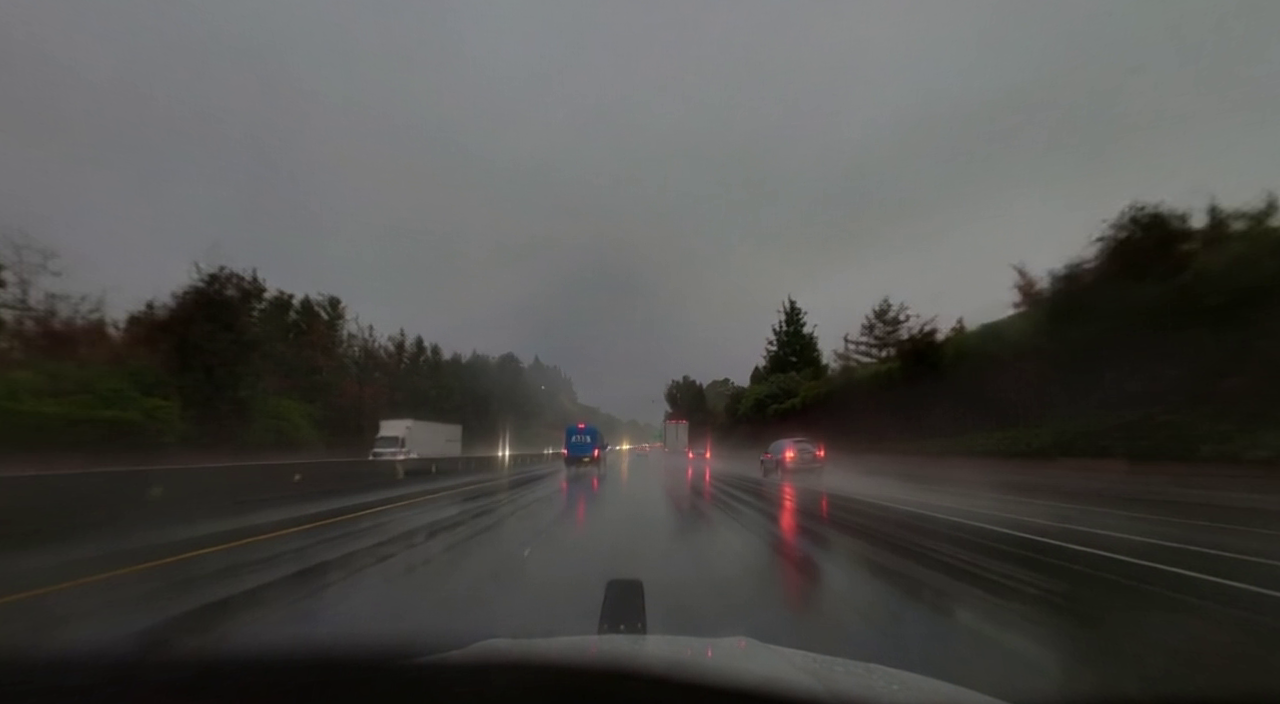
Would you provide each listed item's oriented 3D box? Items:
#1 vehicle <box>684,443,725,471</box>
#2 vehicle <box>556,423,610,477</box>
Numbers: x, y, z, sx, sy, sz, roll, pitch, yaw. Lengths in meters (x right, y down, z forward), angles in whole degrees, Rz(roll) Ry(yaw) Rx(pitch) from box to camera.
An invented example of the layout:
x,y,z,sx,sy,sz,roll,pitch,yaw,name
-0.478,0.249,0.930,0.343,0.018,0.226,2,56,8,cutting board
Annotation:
x,y,z,sx,sy,sz,roll,pitch,yaw,name
3.984,6.561,39.711,2.066,1.638,4.158,0,-9,-2,vehicle
-2.972,5.375,34.790,2.380,2.648,6.879,0,-9,0,vehicle
